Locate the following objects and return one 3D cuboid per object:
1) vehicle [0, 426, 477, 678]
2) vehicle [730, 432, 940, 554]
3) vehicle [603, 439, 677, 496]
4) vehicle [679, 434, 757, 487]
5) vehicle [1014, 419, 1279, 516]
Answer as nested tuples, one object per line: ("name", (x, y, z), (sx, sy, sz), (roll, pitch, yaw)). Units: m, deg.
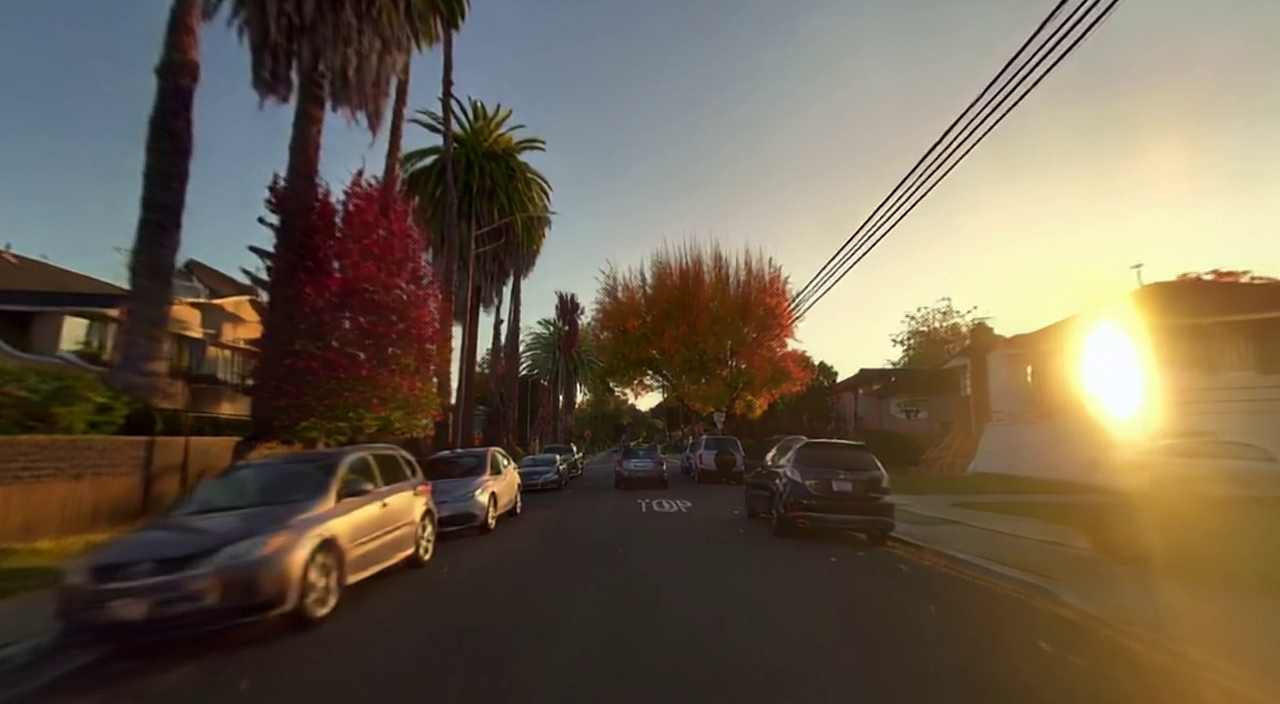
("vehicle", (-3.117, 1.561, 6.097), (1.877, 1.521, 4.348), (0, -9, 0))
("vehicle", (2.859, 2.168, 10.373), (1.967, 1.563, 4.237), (0, -9, -2))
("vehicle", (-0.027, 3.428, 18.986), (2.010, 1.499, 4.107), (0, -9, -1))
("vehicle", (2.626, 3.829, 22.400), (2.136, 1.650, 4.837), (0, -9, -1))
("vehicle", (9.860, 2.177, 12.293), (1.929, 1.517, 4.494), (1, -9, -7))
